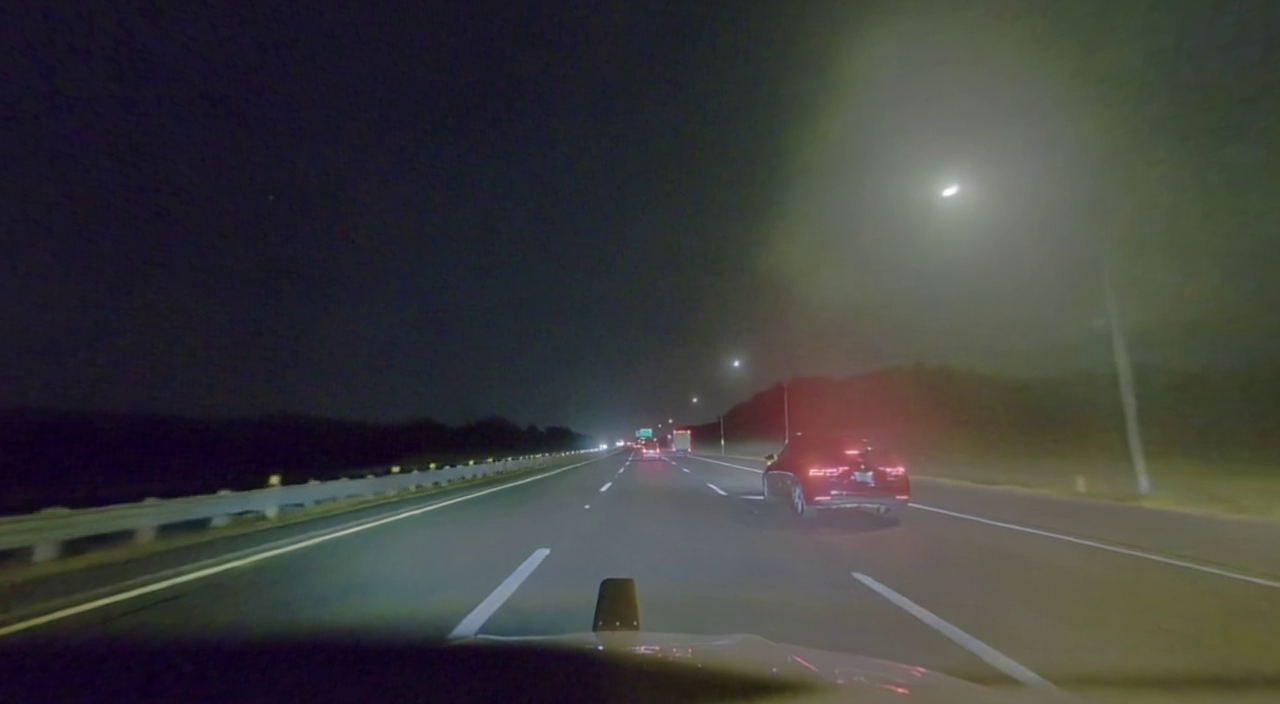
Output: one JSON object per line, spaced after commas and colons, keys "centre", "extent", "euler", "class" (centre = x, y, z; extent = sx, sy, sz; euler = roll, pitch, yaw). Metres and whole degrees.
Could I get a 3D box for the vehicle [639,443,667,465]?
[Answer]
{"centre": [0.936, 7.797, 47.843], "extent": [1.970, 1.560, 4.182], "euler": [0, -9, -1], "class": "vehicle"}
